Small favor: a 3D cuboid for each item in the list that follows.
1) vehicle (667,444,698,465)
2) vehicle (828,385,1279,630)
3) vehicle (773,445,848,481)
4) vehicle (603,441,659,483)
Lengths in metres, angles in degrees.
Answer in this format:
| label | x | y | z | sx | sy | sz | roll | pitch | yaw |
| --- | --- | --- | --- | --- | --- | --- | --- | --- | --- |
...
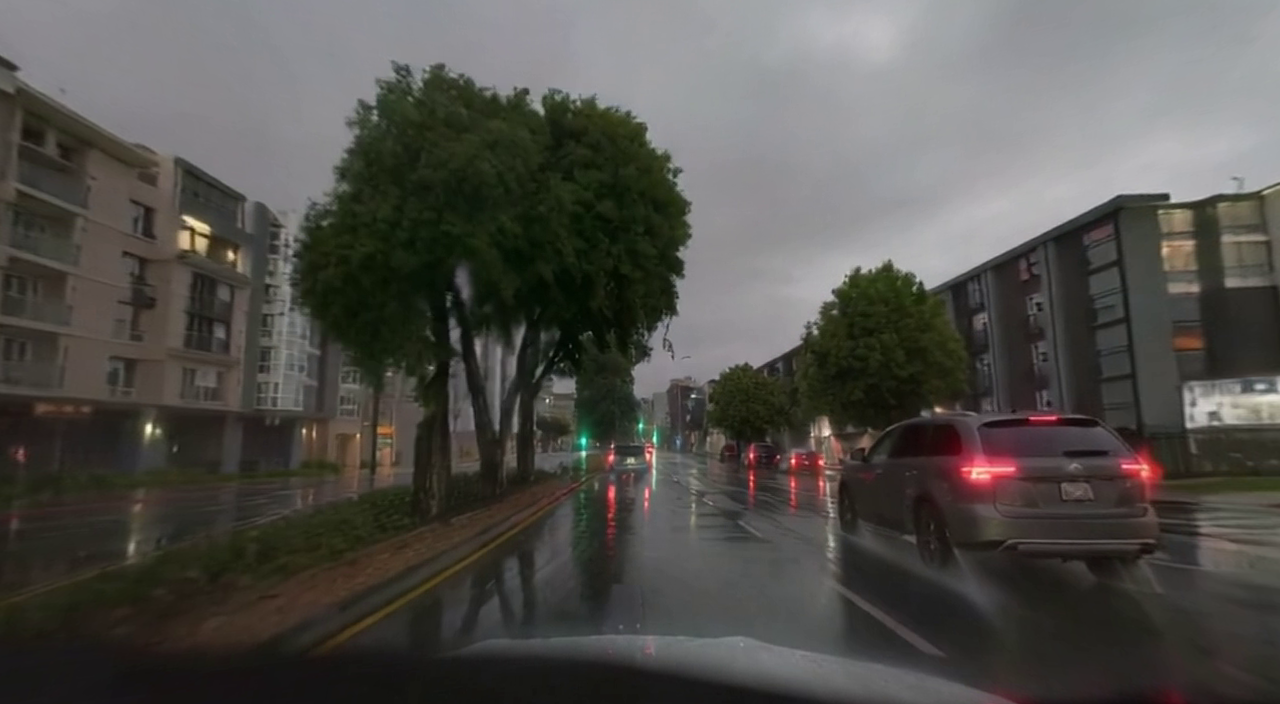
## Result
| label | x | y | z | sx | sy | sz | roll | pitch | yaw |
| --- | --- | --- | --- | --- | --- | --- | --- | --- | --- |
| vehicle | 3.155 | 7.755 | 47.971 | 1.910 | 1.474 | 4.003 | 0 | -9 | -3 |
| vehicle | 3.614 | 1.402 | 6.579 | 1.949 | 1.723 | 4.020 | 0 | -9 | -1 |
| vehicle | 7.505 | 4.913 | 28.284 | 1.962 | 1.484 | 4.644 | 0 | -9 | -2 |
| vehicle | -0.326 | 4.214 | 24.491 | 2.006 | 1.487 | 3.535 | 0 | -9 | 0 |
